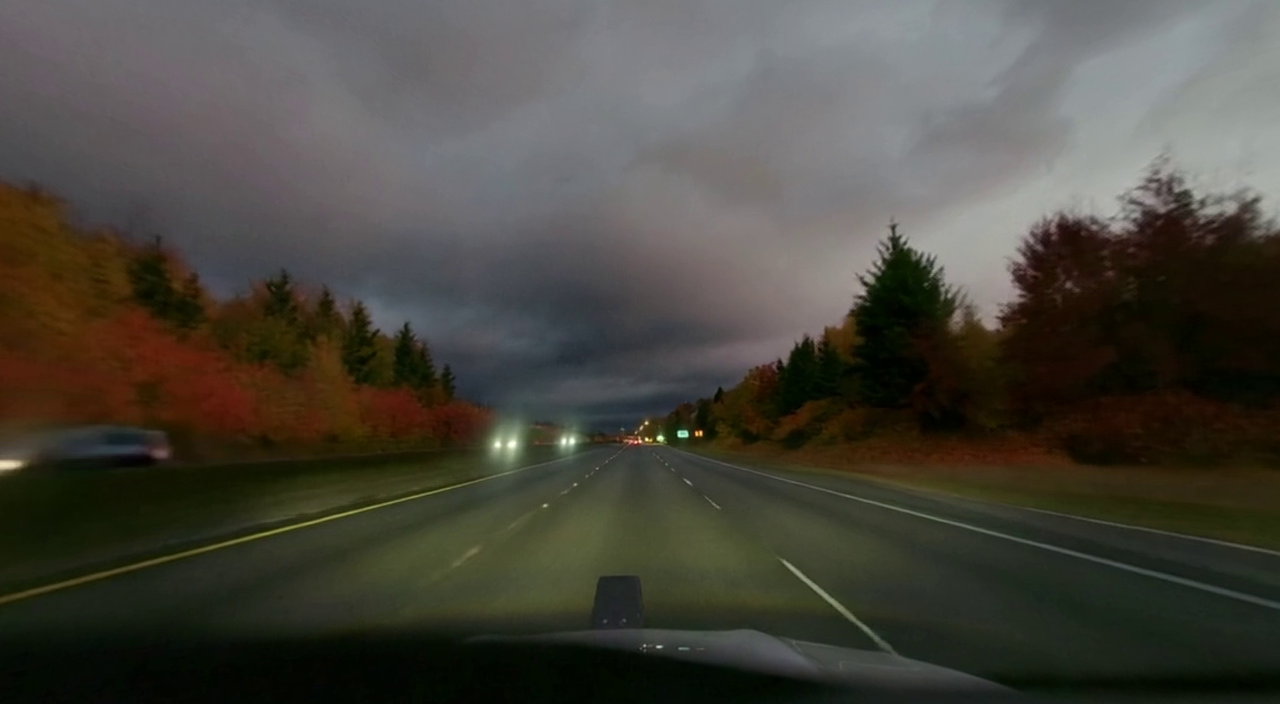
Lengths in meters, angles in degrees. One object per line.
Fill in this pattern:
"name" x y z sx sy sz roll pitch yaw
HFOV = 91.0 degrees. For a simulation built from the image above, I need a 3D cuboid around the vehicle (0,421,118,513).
"vehicle" -11.432 1.873 10.229 1.904 1.504 4.525 0 -8 1
